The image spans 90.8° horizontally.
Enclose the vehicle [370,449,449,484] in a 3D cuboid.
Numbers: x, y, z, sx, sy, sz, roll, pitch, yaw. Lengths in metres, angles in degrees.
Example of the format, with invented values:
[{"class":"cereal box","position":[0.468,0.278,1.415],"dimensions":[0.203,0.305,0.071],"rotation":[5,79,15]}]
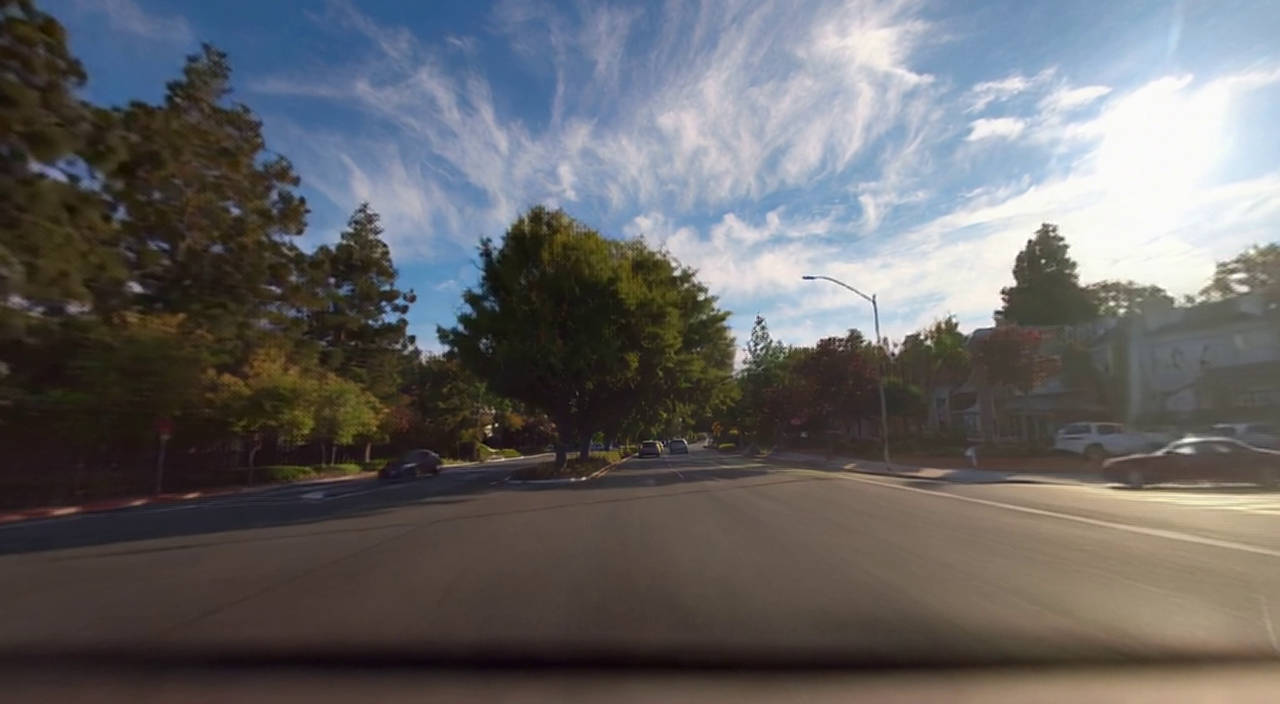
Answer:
[{"class":"vehicle","position":[-10.486,5.215,29.117],"dimensions":[1.960,1.465,4.194],"rotation":[0,-9,2]}]

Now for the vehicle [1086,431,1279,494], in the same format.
[{"class":"vehicle","position":[15.977,3.133,18.092],"dimensions":[4.696,1.651,2.218],"rotation":[-3,-9,20]}]
